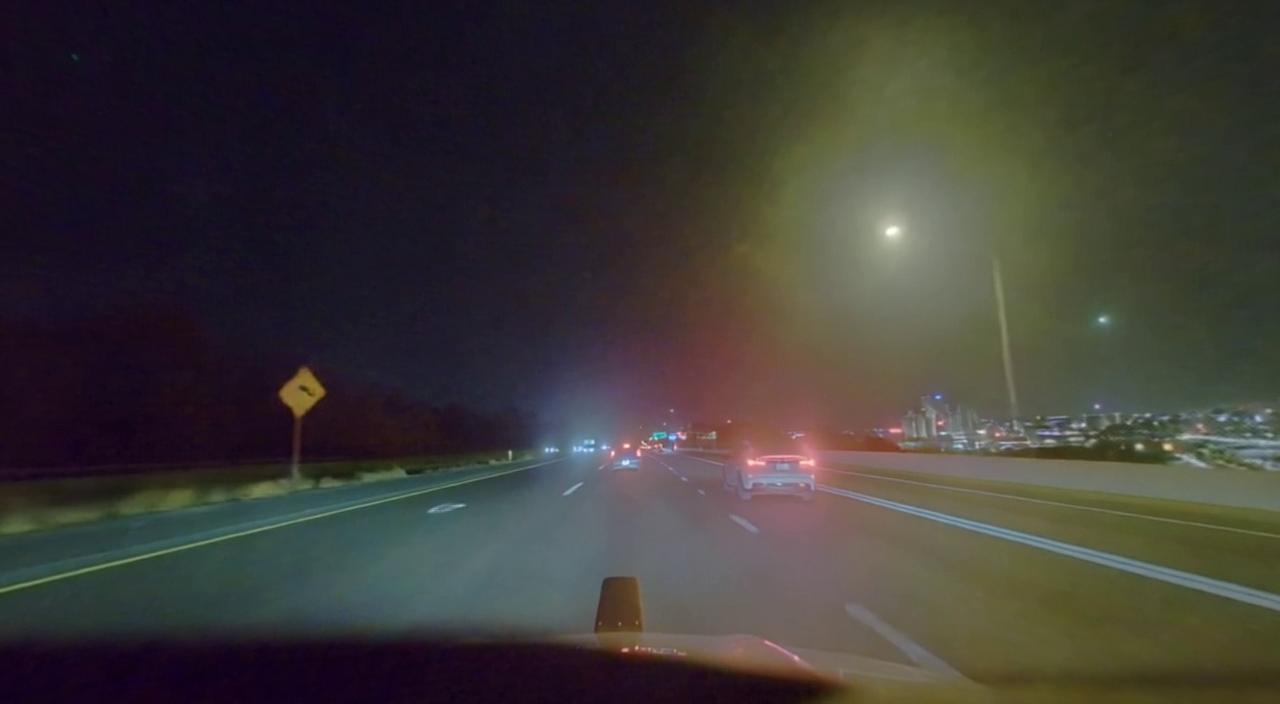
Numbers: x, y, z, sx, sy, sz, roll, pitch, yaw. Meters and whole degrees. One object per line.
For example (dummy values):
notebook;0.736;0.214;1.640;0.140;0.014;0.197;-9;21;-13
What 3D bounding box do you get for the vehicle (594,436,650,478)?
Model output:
vehicle;-0.701;4.328;26.132;2.147;1.576;3.964;0;-8;0
